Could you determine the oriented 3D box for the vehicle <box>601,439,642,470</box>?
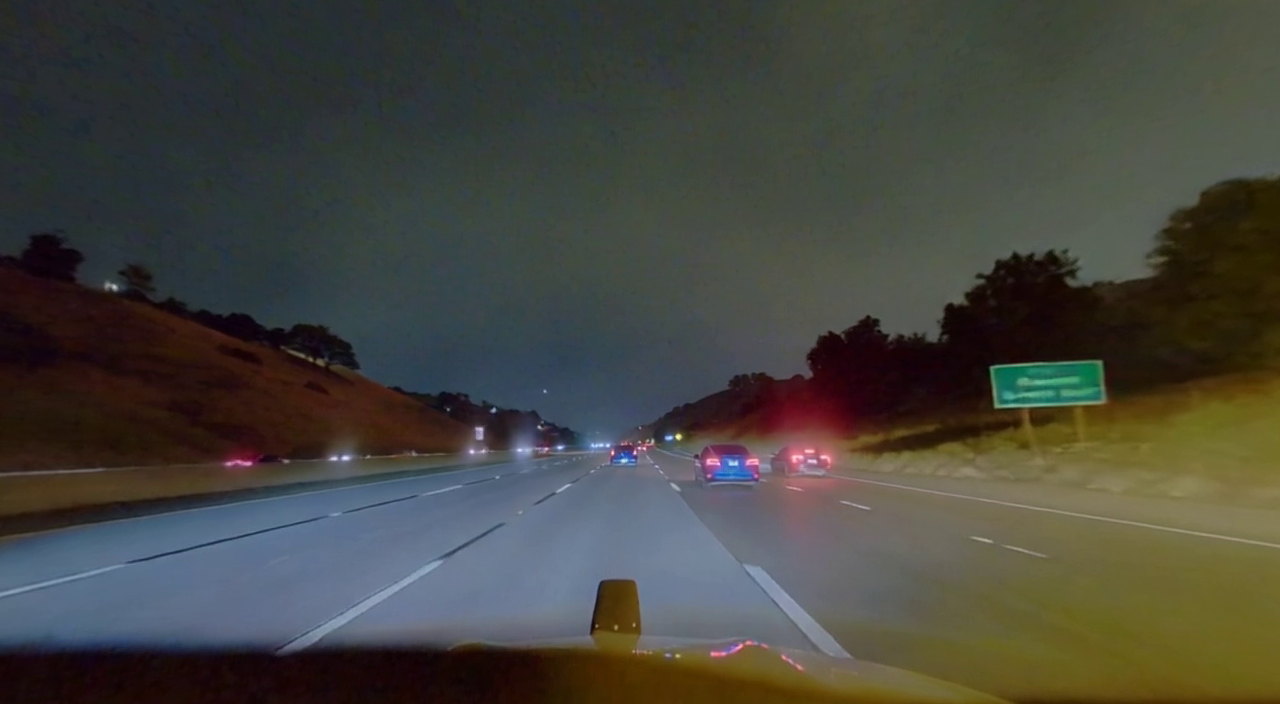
[{"bbox_3d":[-1.042,6.011,37.162,2.277,1.675,4.023,0,-8,0],"label":"vehicle"}]

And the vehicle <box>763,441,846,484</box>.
[{"bbox_3d":[6.102,4.136,24.008,1.845,1.452,4.352,0,-8,-2],"label":"vehicle"}]

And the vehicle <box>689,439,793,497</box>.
[{"bbox_3d":[2.813,3.363,18.786,2.120,1.492,4.734,0,-8,-2],"label":"vehicle"}]

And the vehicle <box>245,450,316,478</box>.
[{"bbox_3d":[-26.222,8.164,46.330,2.390,1.856,4.803,1,-8,0],"label":"vehicle"}]
